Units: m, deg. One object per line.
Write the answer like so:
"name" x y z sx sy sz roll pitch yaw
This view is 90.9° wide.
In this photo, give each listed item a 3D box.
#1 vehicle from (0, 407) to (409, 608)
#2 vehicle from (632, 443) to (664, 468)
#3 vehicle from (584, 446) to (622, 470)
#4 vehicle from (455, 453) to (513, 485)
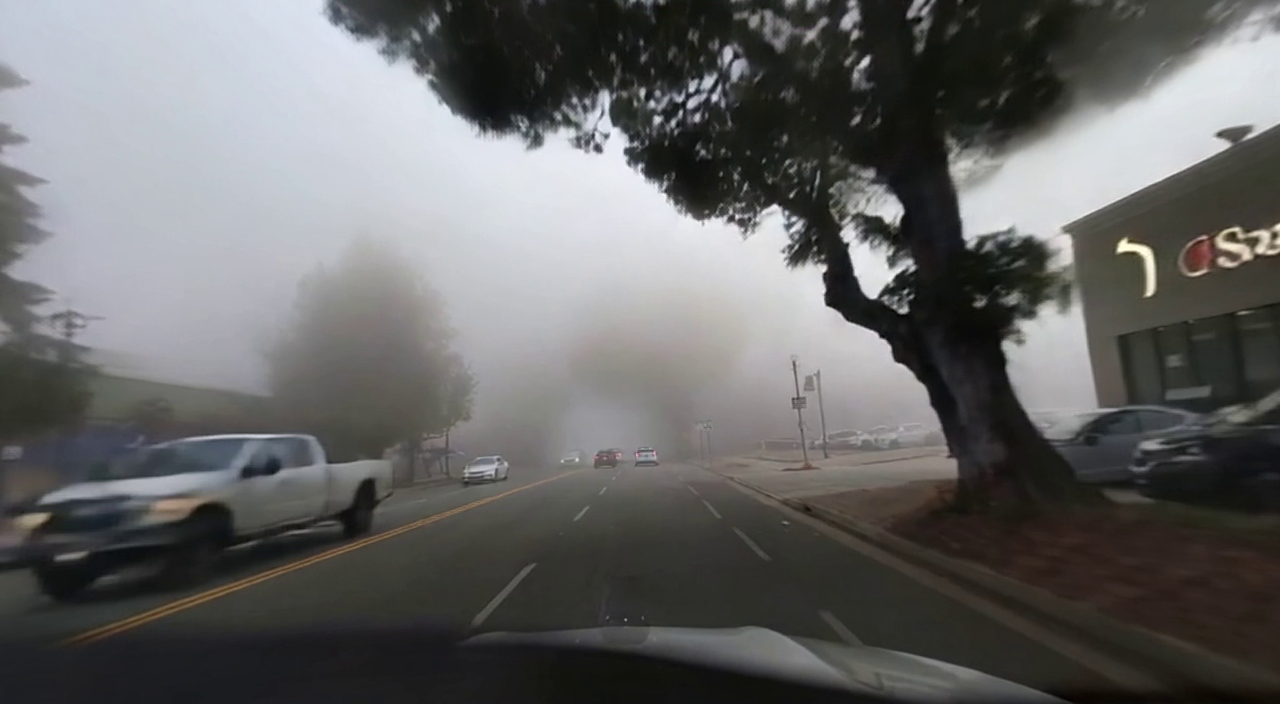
"vehicle" -6.116 2.187 10.121 2.644 2.161 5.825 -2 -8 0
"vehicle" 0.501 6.723 41.118 2.020 1.478 3.922 0 -8 0
"vehicle" -2.234 6.635 39.712 2.099 1.424 4.609 0 -8 0
"vehicle" -8.294 6.243 33.943 1.952 1.540 4.413 -1 -8 1
